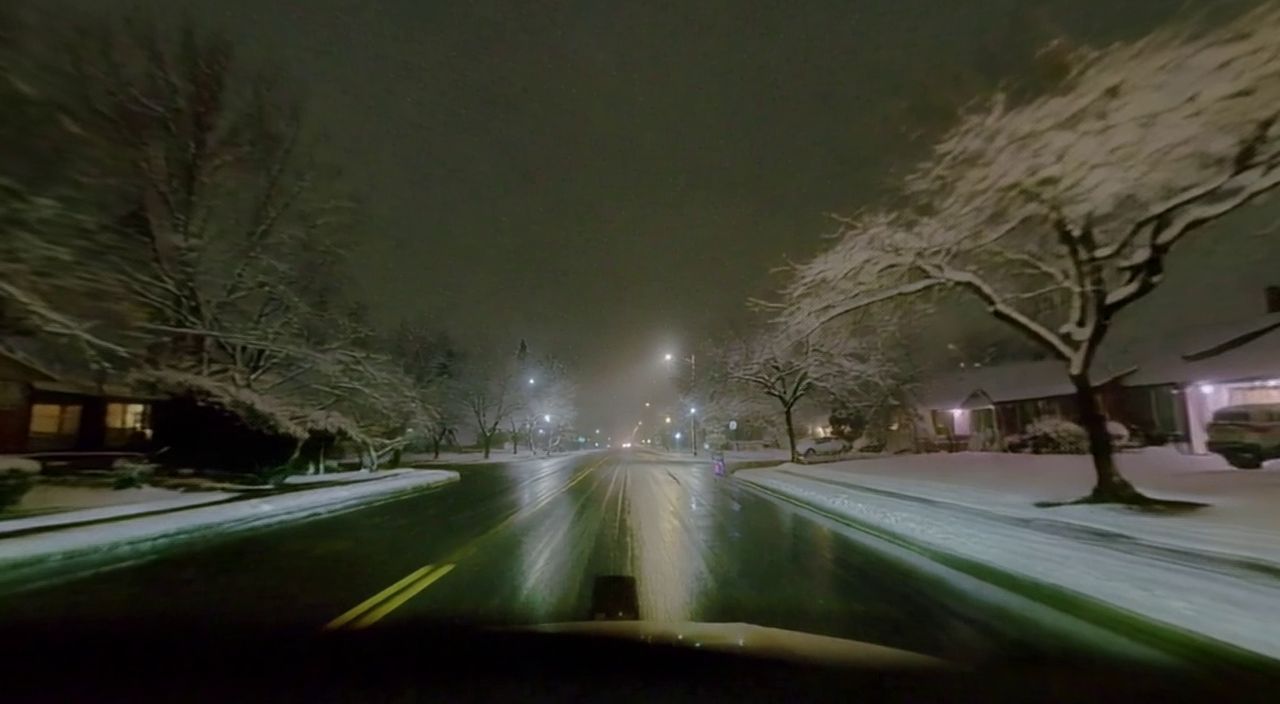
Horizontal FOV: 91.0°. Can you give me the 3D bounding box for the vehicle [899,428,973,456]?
[{"bbox_3d":[16.331,5.032,35.050,1.783,1.431,4.757,0,-9,0],"label":"vehicle"}]
